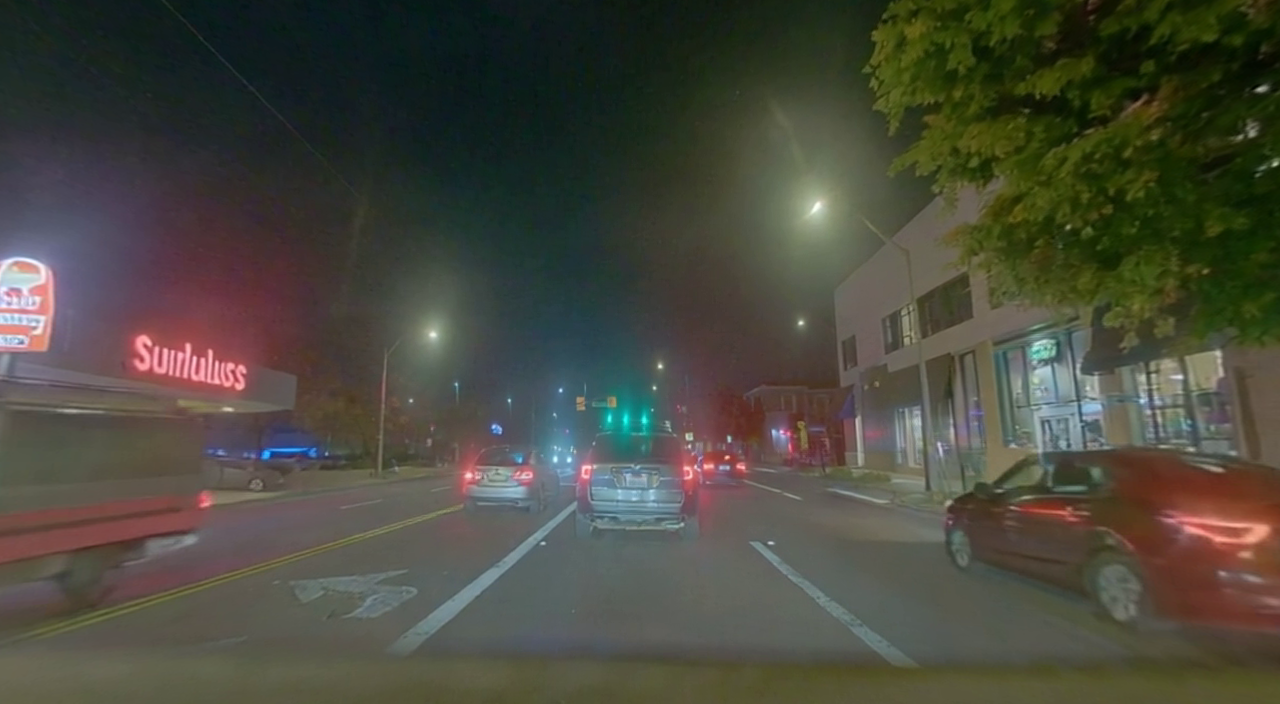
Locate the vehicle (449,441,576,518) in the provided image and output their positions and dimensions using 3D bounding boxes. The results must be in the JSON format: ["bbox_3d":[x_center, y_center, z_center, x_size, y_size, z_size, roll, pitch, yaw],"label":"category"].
[{"bbox_3d":[-2.855,2.965,15.270,1.975,1.570,4.456,0,-9,2],"label":"vehicle"}]

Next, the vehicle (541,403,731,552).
[{"bbox_3d":[-0.077,2.159,11.550,2.638,2.065,5.313,0,-9,0],"label":"vehicle"}]

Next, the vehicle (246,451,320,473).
[{"bbox_3d":[-27.318,8.449,48.324,4.458,1.608,2.051,0,-9,2],"label":"vehicle"}]

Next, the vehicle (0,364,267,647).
[{"bbox_3d":[-6.425,1.179,4.870,3.233,2.097,6.390,0,-9,-1],"label":"vehicle"}]

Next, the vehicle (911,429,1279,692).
[{"bbox_3d":[4.749,1.608,6.254,1.994,1.545,4.919,0,-9,1],"label":"vehicle"}]
